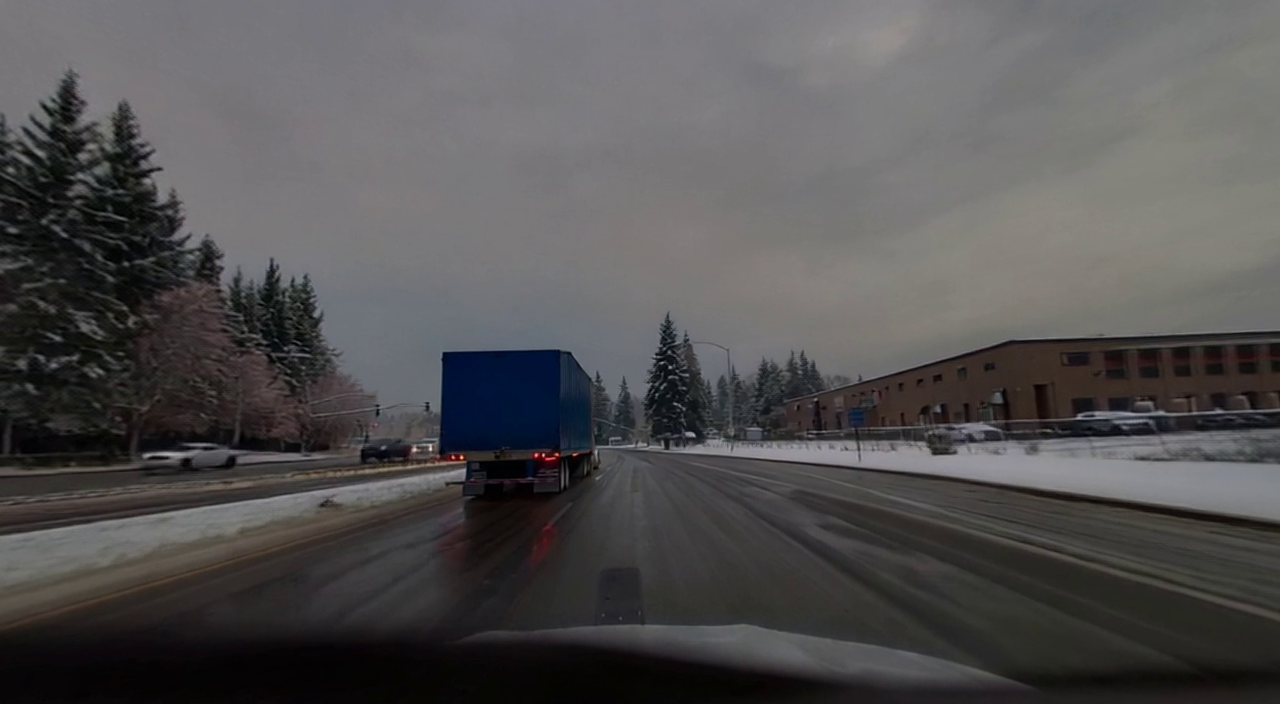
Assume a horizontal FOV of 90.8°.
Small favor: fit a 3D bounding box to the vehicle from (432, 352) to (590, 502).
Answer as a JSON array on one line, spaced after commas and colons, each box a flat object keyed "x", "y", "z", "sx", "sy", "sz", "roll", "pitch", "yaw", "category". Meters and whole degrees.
[{"x": -3.247, "y": 2.304, "z": 18.609, "sx": 2.910, "sy": 3.419, "sz": 8.376, "roll": 0, "pitch": -8, "yaw": 0, "category": "vehicle"}]

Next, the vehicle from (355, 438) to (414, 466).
[{"x": -16.234, "y": 6.391, "z": 40.396, "sx": 2.157, "sy": 1.680, "sz": 4.524, "roll": 0, "pitch": -9, "yaw": -4, "category": "vehicle"}]

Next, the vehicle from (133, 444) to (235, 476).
[{"x": -22.150, "y": 5.223, "z": 30.942, "sx": 1.875, "sy": 1.436, "sz": 4.365, "roll": 0, "pitch": -8, "yaw": -3, "category": "vehicle"}]
